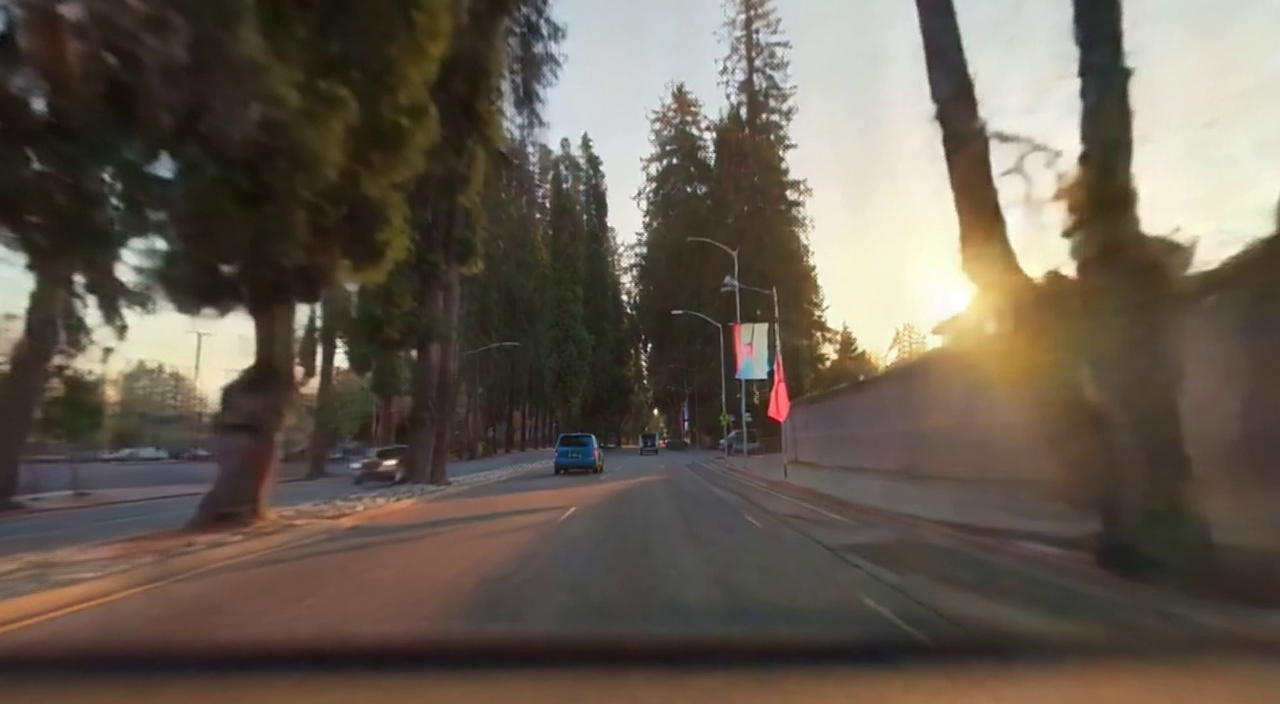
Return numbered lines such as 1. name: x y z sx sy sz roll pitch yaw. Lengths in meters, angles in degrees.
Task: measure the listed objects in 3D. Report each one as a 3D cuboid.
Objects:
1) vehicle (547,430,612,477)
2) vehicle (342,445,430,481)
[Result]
1. vehicle: -2.544 4.448 27.781 2.281 1.837 4.845 0 -8 2
2. vehicle: -11.459 5.017 28.699 1.951 1.490 4.581 0 -8 2
